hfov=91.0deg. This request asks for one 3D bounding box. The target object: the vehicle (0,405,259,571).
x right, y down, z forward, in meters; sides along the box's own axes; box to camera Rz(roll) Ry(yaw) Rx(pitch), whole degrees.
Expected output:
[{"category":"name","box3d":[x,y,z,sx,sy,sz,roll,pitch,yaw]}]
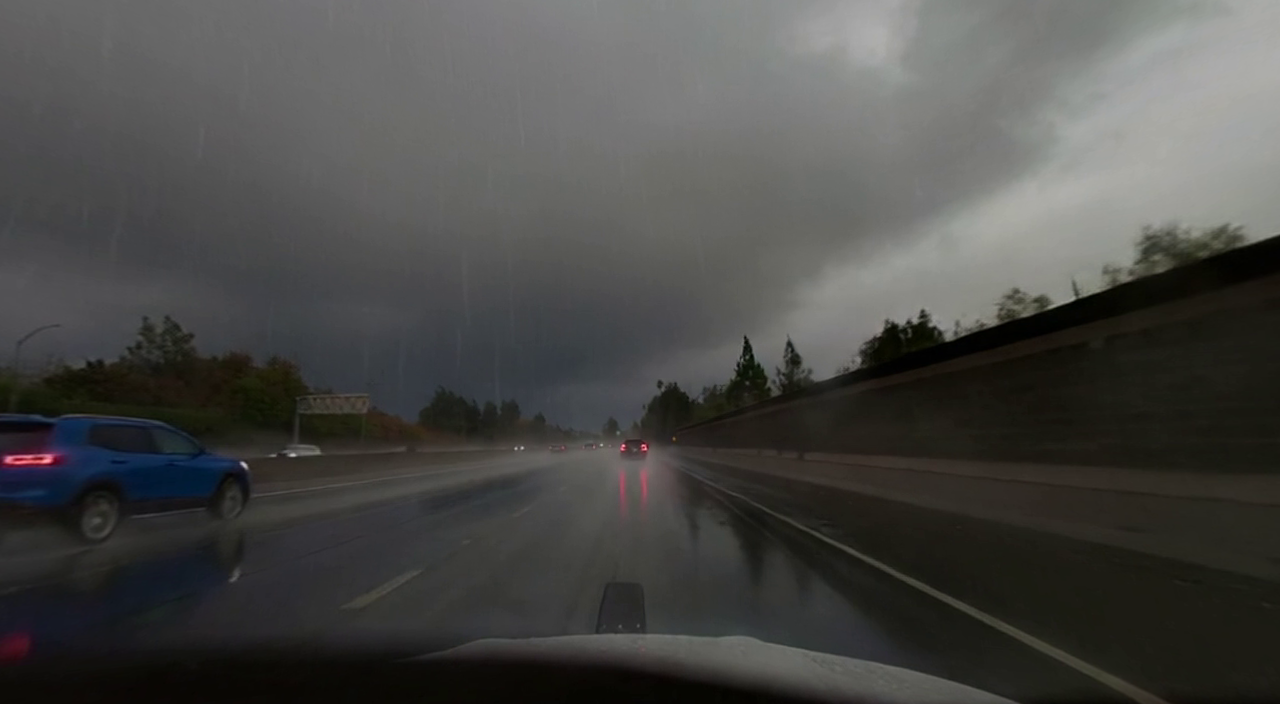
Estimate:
[{"category":"vehicle","box3d":[-7.711,1.714,8.619,2.166,1.705,4.433,0,-9,0]}]

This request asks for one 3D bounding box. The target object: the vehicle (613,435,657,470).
[{"category":"vehicle","box3d":[-0.224,5.222,32.866,2.141,1.706,4.065,0,-9,1]}]
